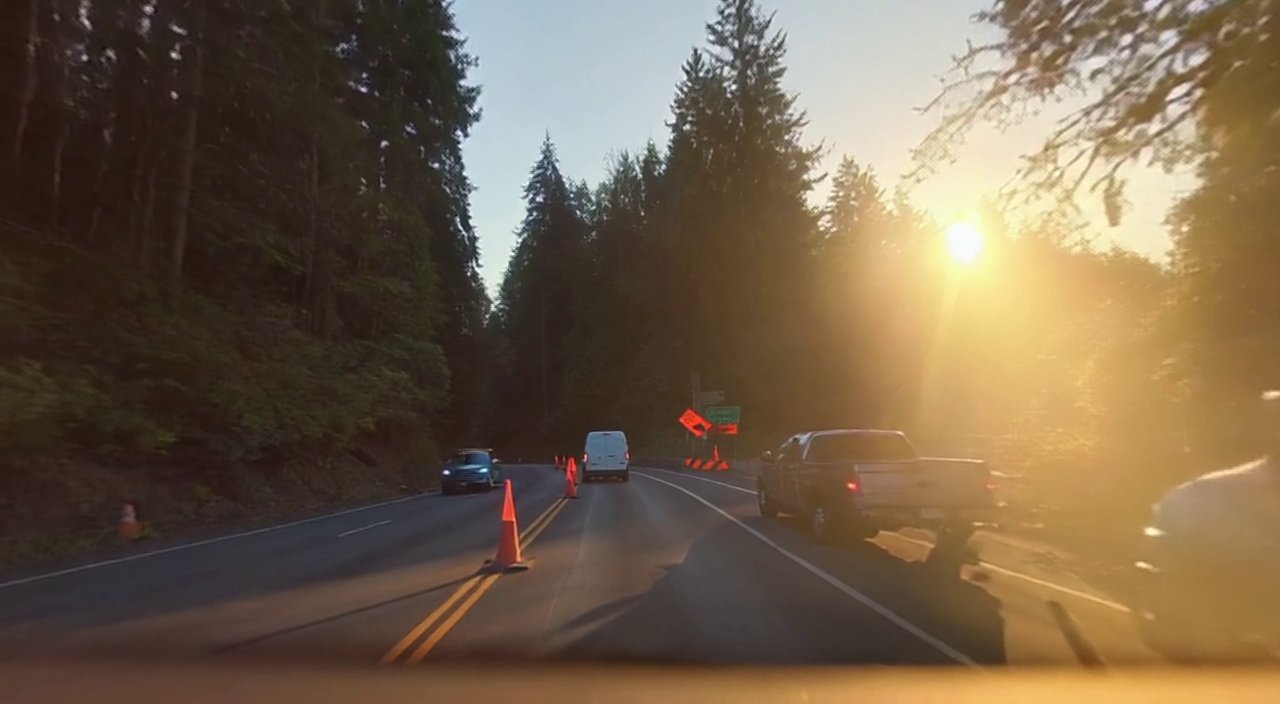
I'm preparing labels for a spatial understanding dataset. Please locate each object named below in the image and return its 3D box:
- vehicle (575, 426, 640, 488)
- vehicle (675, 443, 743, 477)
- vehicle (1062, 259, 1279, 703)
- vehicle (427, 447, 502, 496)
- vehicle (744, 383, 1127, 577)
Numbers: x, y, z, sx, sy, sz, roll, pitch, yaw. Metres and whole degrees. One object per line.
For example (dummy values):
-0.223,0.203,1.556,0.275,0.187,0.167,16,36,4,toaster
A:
-1.441,4.251,25.765,2.362,2.247,4.892,1,-9,-6,vehicle
2.907,4.686,27.500,2.277,1.299,3.889,-1,-9,-3,vehicle
4.186,0.361,0.801,2.613,2.153,6.713,0,-9,0,vehicle
-6.778,4.628,24.859,1.992,1.712,4.504,1,-9,-5,vehicle
3.559,1.816,9.874,2.415,1.932,6.910,1,-9,-2,vehicle
